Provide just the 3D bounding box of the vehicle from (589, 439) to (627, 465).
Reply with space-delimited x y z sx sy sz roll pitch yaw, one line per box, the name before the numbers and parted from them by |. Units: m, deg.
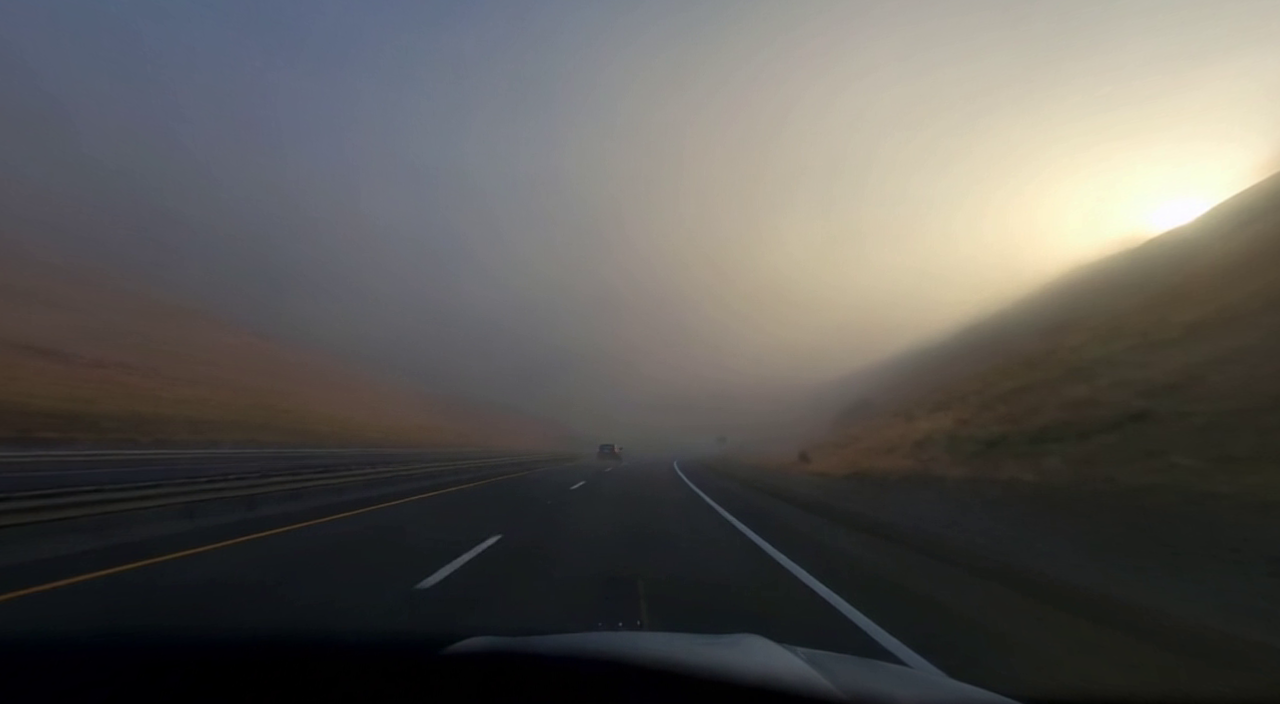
vehicle | -2.260 7.231 45.890 2.252 1.743 4.560 -1 -9 3
